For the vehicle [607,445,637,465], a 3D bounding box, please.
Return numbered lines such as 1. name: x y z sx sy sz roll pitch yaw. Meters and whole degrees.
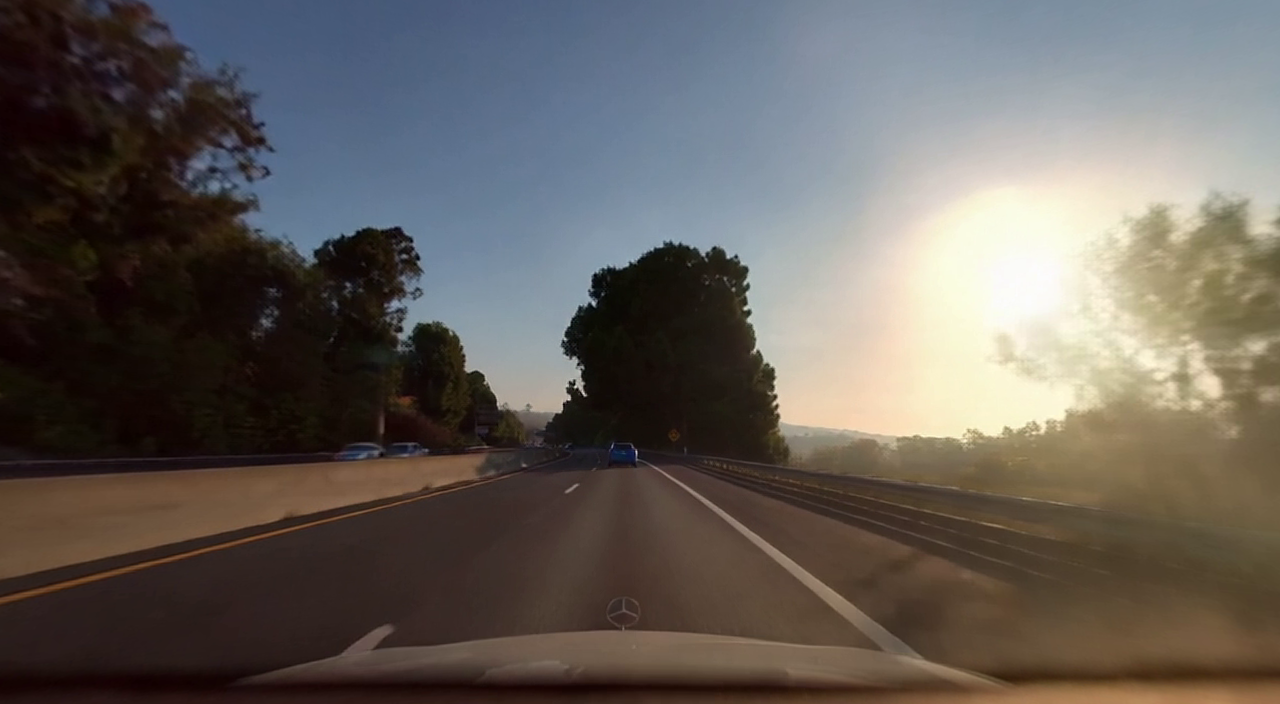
1. vehicle: -1.362 7.707 47.097 2.126 1.411 4.433 0 -9 -2
